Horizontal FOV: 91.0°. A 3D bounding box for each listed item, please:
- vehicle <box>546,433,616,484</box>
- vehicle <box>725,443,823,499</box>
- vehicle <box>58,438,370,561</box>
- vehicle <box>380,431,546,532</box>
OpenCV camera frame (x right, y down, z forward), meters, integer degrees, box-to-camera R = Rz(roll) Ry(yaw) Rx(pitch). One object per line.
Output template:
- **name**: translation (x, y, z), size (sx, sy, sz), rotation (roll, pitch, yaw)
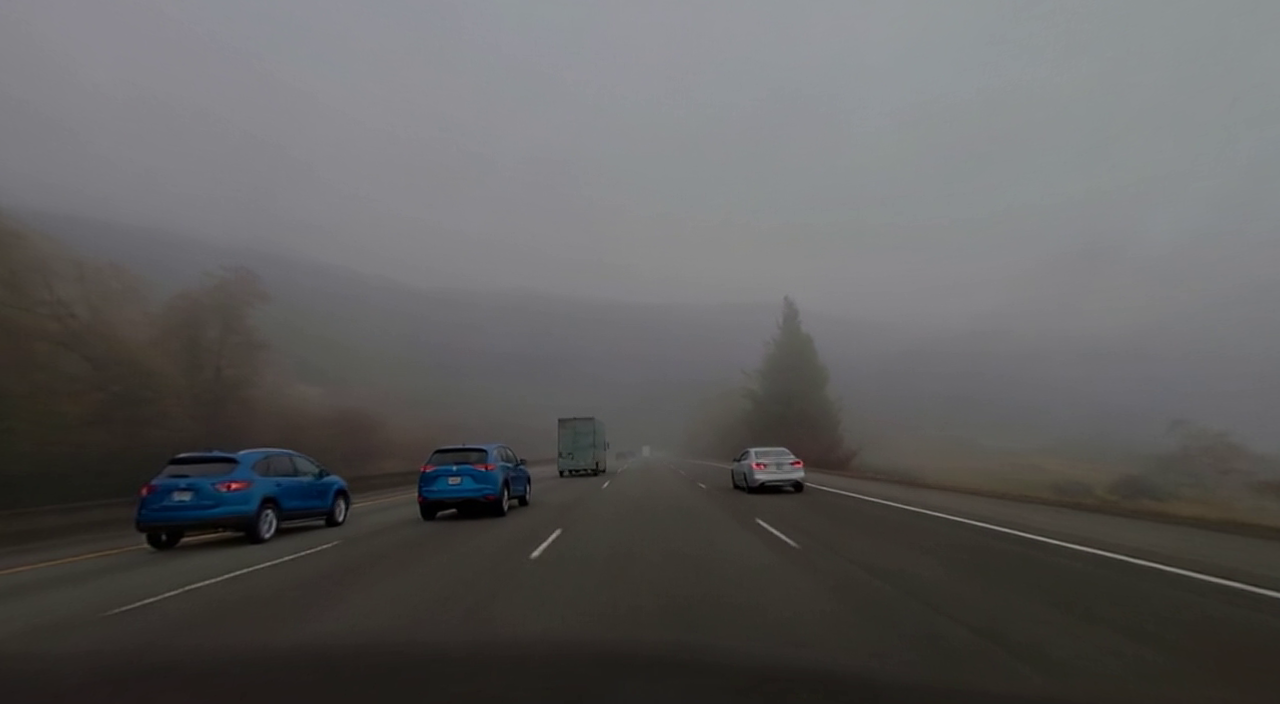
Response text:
- **vehicle**: translation (-2.582, 4.906, 29.260), size (2.494, 2.136, 5.539), rotation (0, -9, 2)
- **vehicle**: translation (4.095, 3.706, 20.069), size (2.071, 1.570, 4.637), rotation (0, -9, 0)
- **vehicle**: translation (-6.783, 2.354, 10.899), size (2.084, 1.639, 4.648), rotation (0, -9, 1)
- **vehicle**: translation (-3.381, 2.565, 13.019), size (2.080, 1.716, 4.207), rotation (0, -9, 2)
